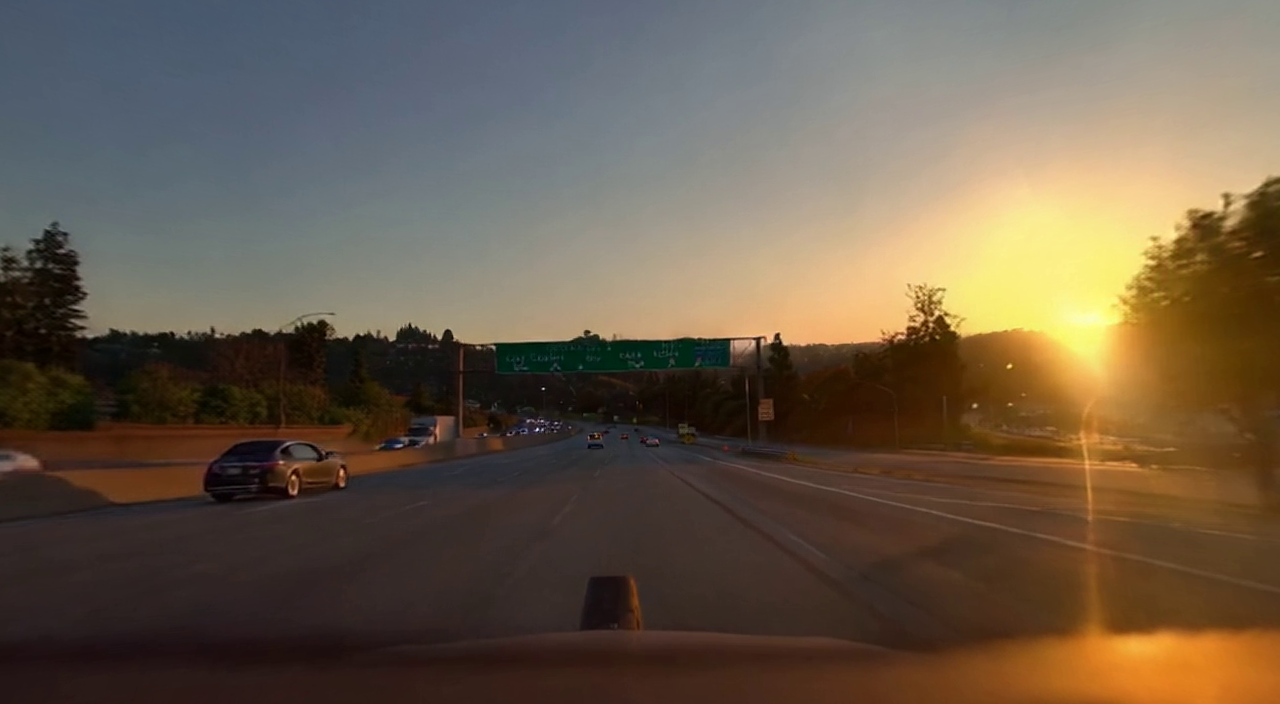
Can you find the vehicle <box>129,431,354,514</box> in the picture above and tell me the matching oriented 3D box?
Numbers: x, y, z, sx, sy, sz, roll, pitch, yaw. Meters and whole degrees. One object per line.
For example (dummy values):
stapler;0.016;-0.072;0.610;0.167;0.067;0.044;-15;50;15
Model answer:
vehicle;-8.442;2.576;14.034;2.060;1.507;4.494;0;-8;0
